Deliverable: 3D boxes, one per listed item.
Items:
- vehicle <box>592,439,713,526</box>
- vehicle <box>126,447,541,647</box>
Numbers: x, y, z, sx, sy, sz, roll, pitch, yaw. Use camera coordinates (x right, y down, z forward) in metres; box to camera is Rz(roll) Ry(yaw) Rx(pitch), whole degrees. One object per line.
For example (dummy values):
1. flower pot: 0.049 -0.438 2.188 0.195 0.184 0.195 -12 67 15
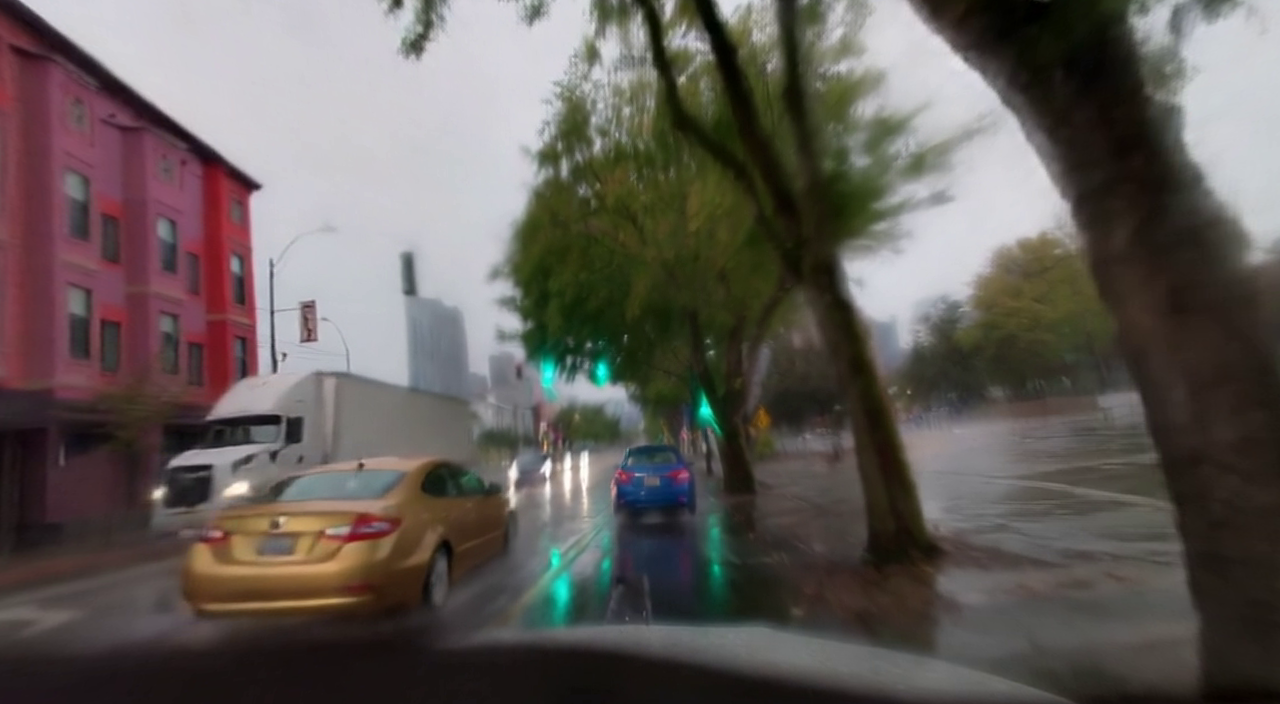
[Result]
1. vehicle: 0.249 2.563 12.953 2.094 1.478 3.922 0 -8 1
2. vehicle: -2.667 1.809 7.137 2.099 1.424 4.843 -1 -8 3
